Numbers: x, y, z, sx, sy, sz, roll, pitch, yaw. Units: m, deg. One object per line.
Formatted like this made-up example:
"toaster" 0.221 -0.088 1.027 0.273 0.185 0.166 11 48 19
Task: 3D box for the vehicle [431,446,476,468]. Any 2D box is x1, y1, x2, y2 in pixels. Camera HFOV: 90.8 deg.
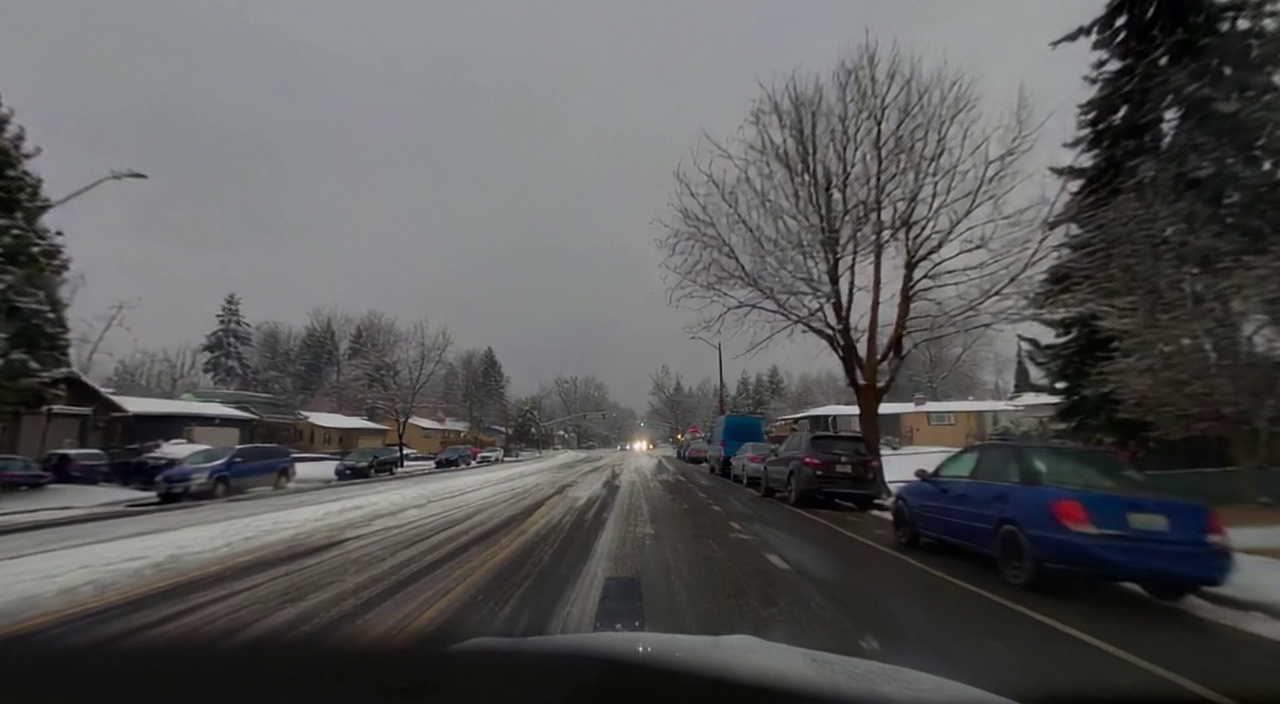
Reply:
"vehicle" -13.798 7.745 46.966 1.923 1.535 4.862 0 -8 -1

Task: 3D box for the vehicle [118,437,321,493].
"vehicle" -15.376 4.150 23.417 5.783 1.904 2.289 0 -8 -3

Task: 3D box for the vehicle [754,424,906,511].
"vehicle" 4.212 2.639 14.934 2.067 1.706 4.506 0 -8 -2

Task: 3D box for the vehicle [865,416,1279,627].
"vehicle" 4.258 1.551 6.828 1.862 1.515 4.233 0 -8 -3

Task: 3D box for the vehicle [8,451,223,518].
"vehicle" -13.617 3.423 16.859 2.141 1.463 4.245 0 -8 -1

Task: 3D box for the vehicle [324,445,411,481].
"vehicle" -13.682 5.554 32.105 2.045 1.636 5.214 -1 -8 1
